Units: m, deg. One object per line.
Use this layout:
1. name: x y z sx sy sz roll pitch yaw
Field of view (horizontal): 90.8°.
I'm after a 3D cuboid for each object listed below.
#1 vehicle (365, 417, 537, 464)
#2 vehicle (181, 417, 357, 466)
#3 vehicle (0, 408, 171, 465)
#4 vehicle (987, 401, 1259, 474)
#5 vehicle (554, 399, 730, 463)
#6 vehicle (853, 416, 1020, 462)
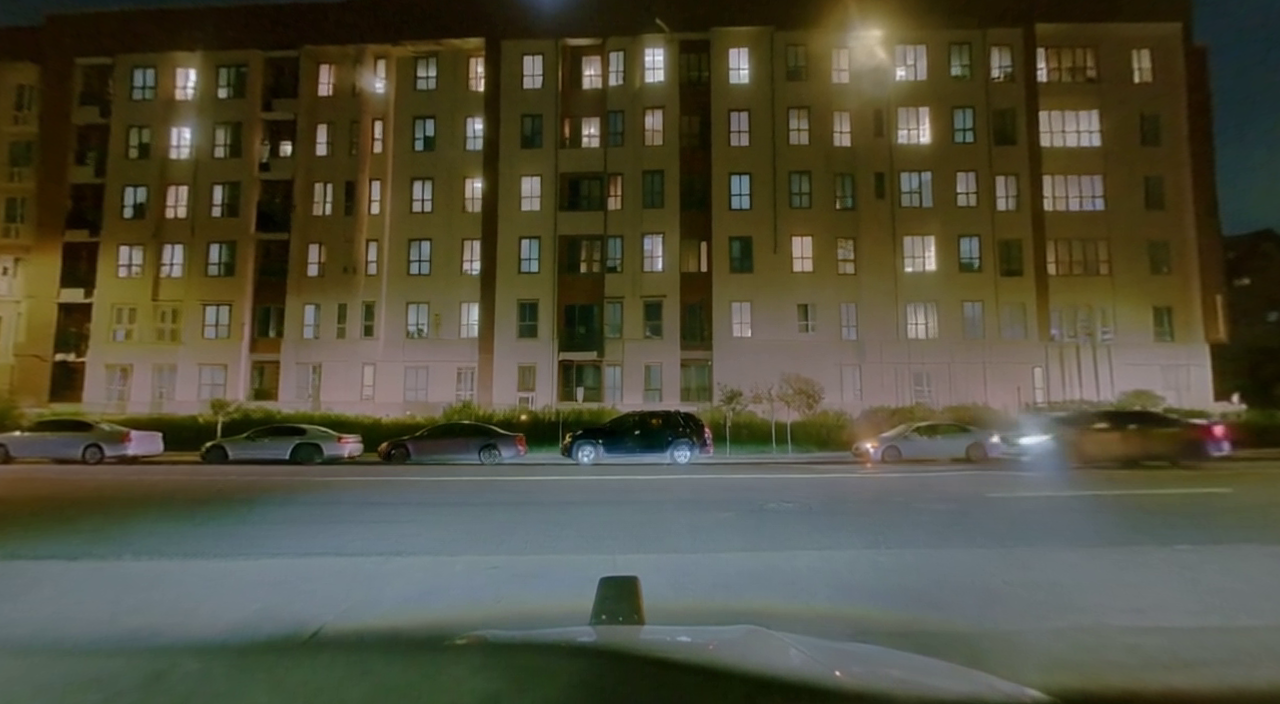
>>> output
1. vehicle: -5.829 2.833 19.941 4.851 1.339 1.785 1 -10 -2
2. vehicle: -11.456 2.809 19.756 4.336 1.438 1.776 1 -8 -3
3. vehicle: -17.530 2.612 19.488 4.426 1.641 1.889 1 -9 -5
4. vehicle: 10.563 1.919 14.119 4.396 1.501 1.955 0 -9 1
5. vehicle: 0.001 2.570 20.127 5.299 1.860 2.098 1 -10 -5
6. vehicle: 9.407 2.784 20.287 4.521 1.411 1.726 1 -7 -4
